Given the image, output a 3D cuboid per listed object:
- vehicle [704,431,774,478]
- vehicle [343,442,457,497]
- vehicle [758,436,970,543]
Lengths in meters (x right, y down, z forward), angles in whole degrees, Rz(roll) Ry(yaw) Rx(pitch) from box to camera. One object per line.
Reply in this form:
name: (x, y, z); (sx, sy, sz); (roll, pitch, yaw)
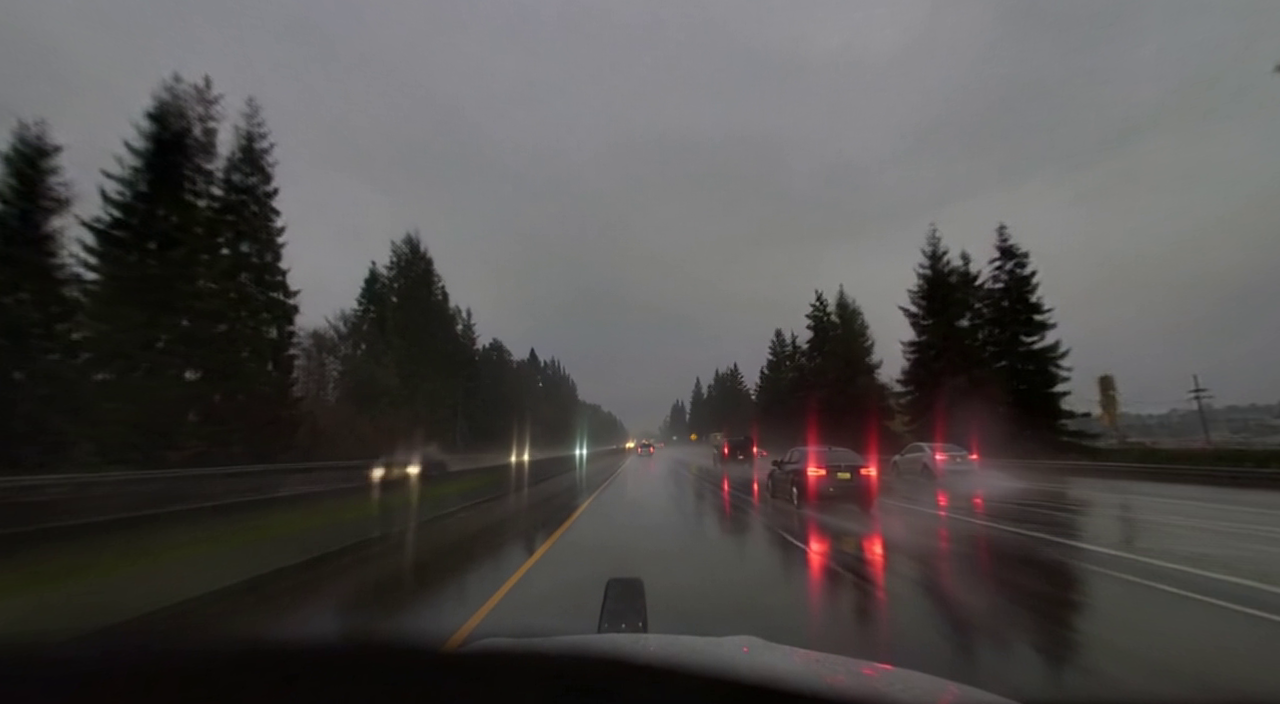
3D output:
vehicle: (4.273, 4.542, 28.117); (2.206, 1.902, 5.460); (0, -8, 0)
vehicle: (-8.005, 3.937, 21.493); (2.163, 1.686, 4.251); (0, -8, 1)
vehicle: (3.548, 2.251, 11.113); (1.904, 1.453, 4.789); (0, -8, -1)
